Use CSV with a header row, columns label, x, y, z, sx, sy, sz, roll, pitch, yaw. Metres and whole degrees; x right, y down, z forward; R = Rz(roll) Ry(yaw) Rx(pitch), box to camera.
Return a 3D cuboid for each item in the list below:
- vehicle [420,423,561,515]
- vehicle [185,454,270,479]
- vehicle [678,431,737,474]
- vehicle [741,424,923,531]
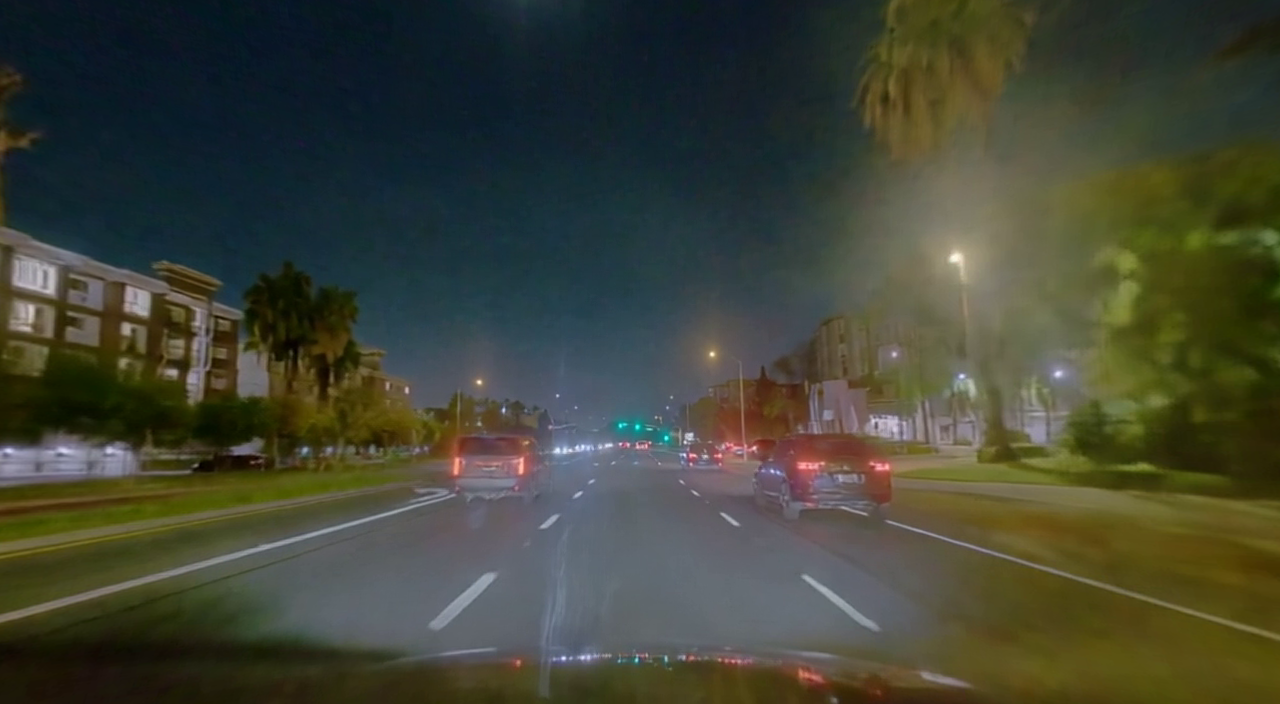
label,x,y,z,sx,sy,sz,roll,pitch,yaw
vehicle,-3.168,2.589,14.414,2.084,1.735,4.528,0,-8,0
vehicle,-29.092,8.083,44.505,4.586,1.513,1.973,-2,-9,-2
vehicle,3.210,4.914,30.892,2.244,1.901,4.561,0,-8,-2
vehicle,3.422,2.324,12.225,2.084,1.682,4.148,0,-8,-2
